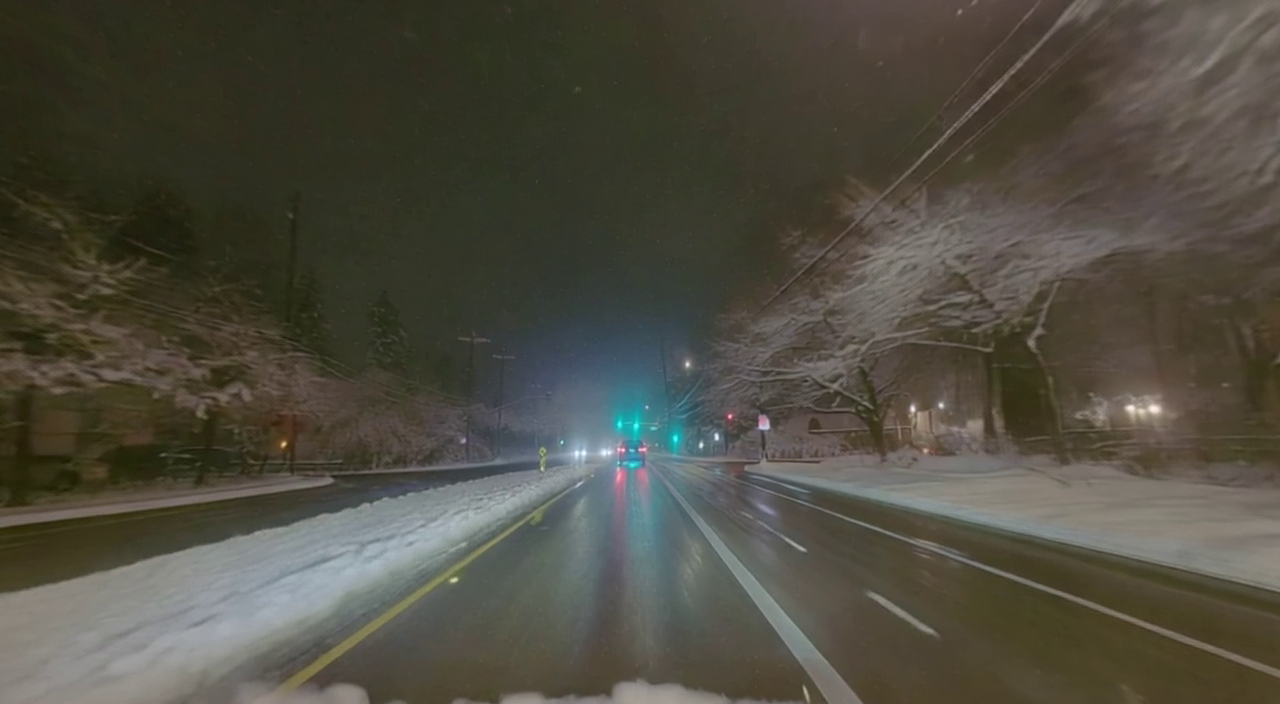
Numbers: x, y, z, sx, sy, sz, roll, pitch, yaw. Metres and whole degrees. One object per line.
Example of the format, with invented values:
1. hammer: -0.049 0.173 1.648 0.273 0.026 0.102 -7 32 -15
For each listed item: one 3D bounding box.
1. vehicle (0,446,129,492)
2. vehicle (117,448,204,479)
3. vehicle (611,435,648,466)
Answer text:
1. vehicle: -22.090 4.328 23.619 4.241 1.601 1.970 0 -8 1
2. vehicle: -24.792 5.756 32.841 1.830 1.467 4.270 2 -8 -11
3. vehicle: -0.645 6.166 39.645 2.230 1.827 4.298 0 -8 0
